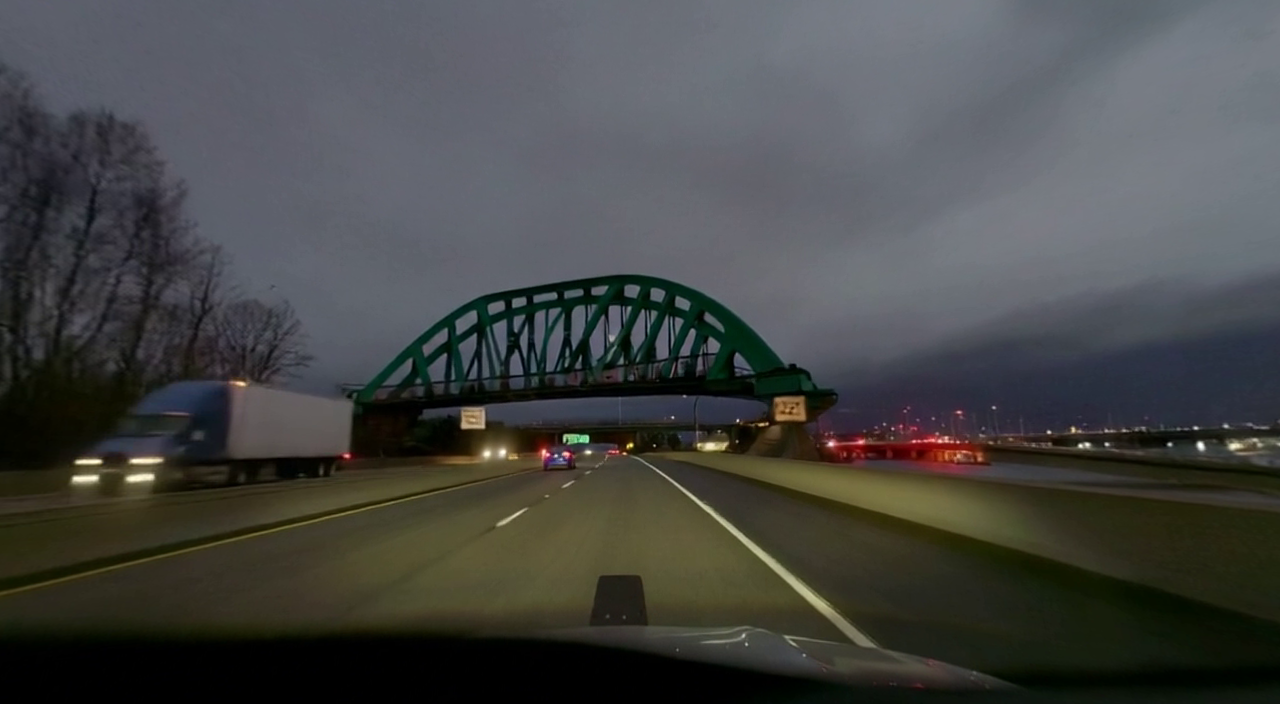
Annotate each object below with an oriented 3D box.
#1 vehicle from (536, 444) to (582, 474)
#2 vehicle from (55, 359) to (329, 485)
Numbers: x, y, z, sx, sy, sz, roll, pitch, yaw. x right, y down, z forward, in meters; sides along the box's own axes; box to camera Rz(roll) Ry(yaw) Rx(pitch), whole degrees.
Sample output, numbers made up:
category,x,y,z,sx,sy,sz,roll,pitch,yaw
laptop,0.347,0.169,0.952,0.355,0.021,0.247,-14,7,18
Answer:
category,x,y,z,sx,sy,sz,roll,pitch,yaw
vehicle,-4.460,5.991,35.295,2.052,1.556,4.405,0,-8,-1
vehicle,-16.899,3.025,25.404,3.020,3.984,10.945,0,-9,0
